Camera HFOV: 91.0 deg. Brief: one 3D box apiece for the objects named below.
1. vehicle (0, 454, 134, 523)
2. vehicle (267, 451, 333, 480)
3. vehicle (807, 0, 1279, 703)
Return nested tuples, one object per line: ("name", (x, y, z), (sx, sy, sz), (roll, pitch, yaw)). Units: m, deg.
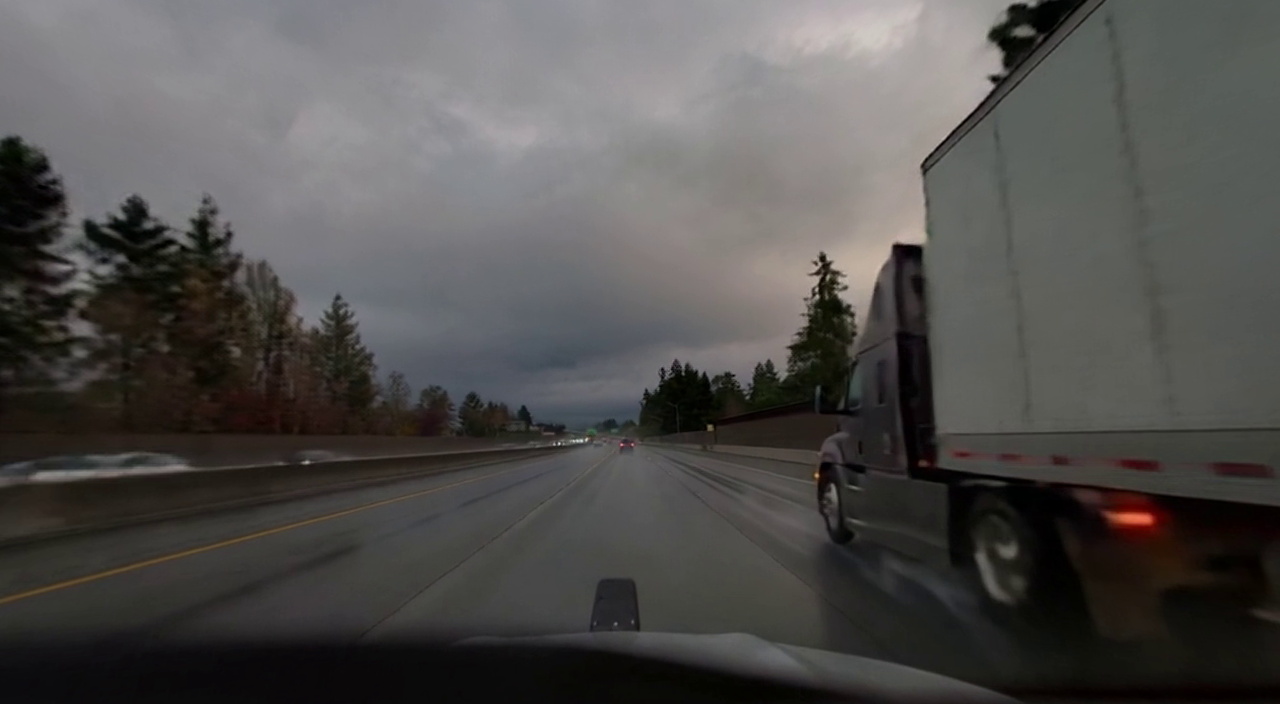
("vehicle", (-15.584, 3.398, 15.972), (1.913, 1.465, 4.331), (0, -8, -1))
("vehicle", (-20.193, 6.716, 37.524), (1.817, 1.546, 3.799), (-1, -8, -1))
("vehicle", (3.949, 0.050, 5.707), (3.055, 4.061, 6.127), (-1, -8, 0))
